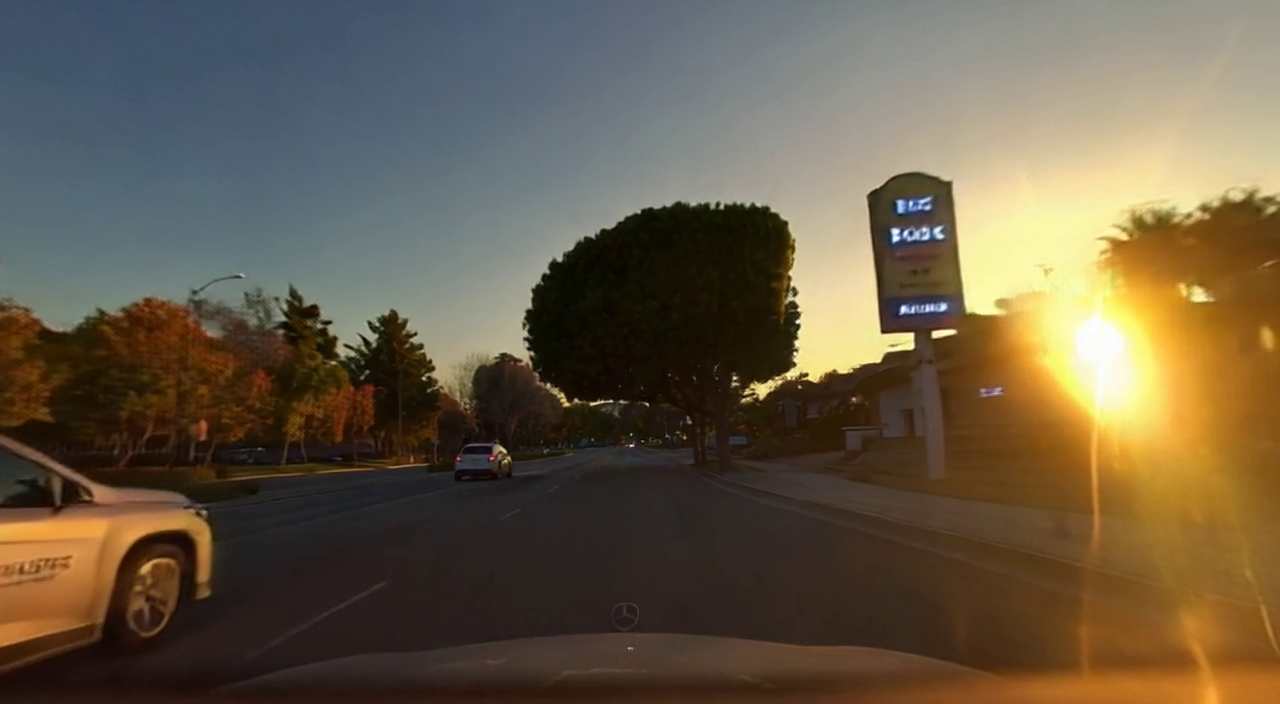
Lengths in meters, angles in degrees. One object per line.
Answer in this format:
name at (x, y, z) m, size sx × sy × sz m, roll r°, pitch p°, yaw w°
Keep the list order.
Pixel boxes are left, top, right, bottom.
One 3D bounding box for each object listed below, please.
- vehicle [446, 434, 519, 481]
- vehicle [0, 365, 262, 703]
vehicle at (-6.768, 4.589, 27.614) m, size 2.136 × 1.844 × 4.363 m, roll 0°, pitch -9°, yaw -1°
vehicle at (-3.904, 0.870, 2.657) m, size 2.041 × 1.666 × 4.182 m, roll 0°, pitch -9°, yaw -1°
